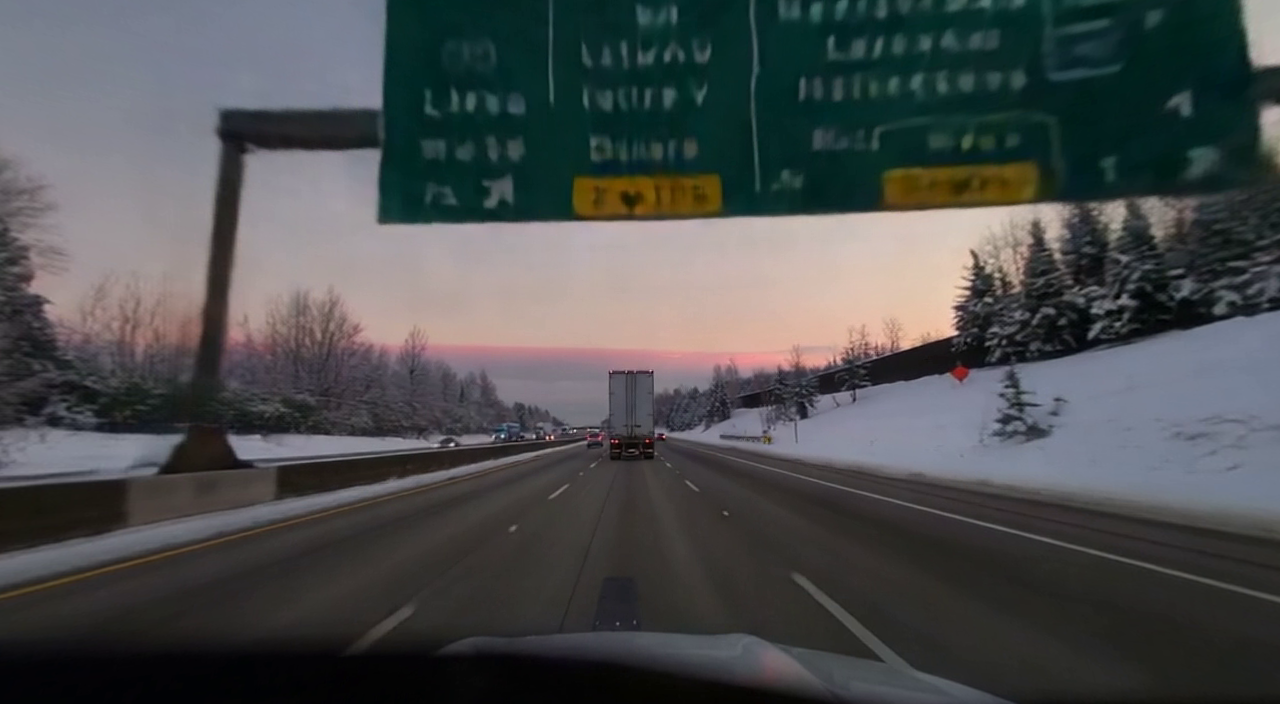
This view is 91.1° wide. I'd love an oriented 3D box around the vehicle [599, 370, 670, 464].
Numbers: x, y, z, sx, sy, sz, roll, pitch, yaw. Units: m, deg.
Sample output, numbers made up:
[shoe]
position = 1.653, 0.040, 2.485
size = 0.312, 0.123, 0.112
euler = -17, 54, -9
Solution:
[vehicle]
position = -0.315, 3.828, 34.837
size = 2.965, 3.972, 16.689
euler = 0, -8, -1
